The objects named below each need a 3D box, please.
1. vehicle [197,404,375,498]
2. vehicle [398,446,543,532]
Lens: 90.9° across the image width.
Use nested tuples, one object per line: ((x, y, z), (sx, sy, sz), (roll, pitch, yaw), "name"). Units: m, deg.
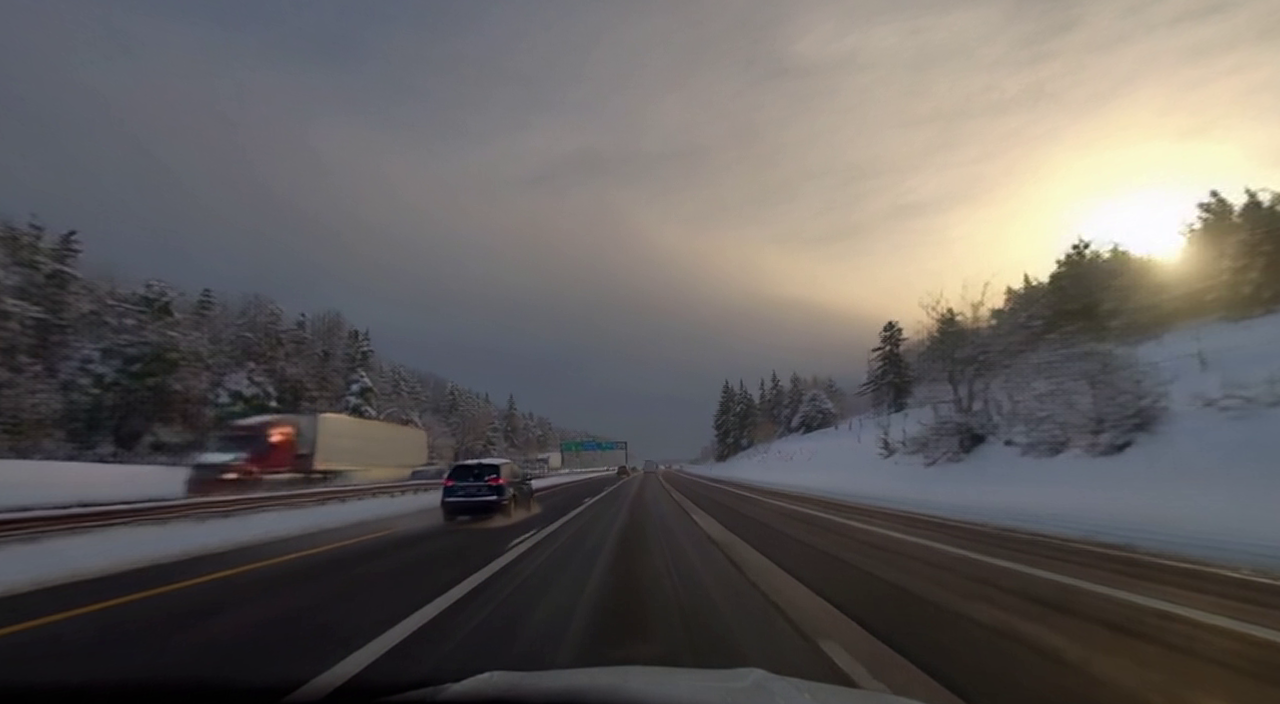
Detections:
((-17.350, 5.168, 32.230), (2.932, 3.942, 10.132), (1, -10, 1), "vehicle")
((-3.739, 3.164, 14.946), (2.053, 1.657, 4.725), (1, -10, 1), "vehicle")
